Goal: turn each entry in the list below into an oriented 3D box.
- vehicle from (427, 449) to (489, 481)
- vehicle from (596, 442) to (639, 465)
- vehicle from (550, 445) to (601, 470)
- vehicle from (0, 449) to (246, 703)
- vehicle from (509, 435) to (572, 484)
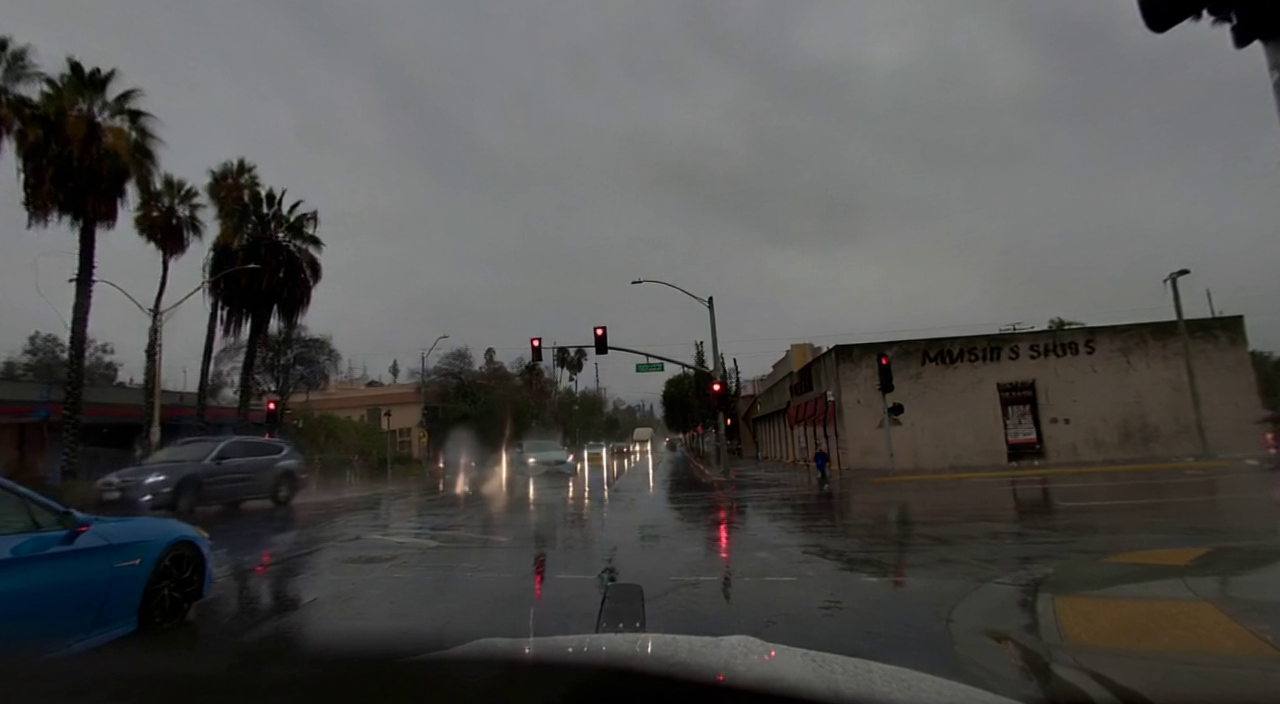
[{"bbox_3d":[-11.386,7.052,39.803,1.870,1.705,4.426,-7,-10,11],"label":"vehicle"},{"bbox_3d":[-1.689,7.778,48.545,2.072,1.613,4.386,-3,-9,15],"label":"vehicle"},{"bbox_3d":[-4.041,6.698,40.393,1.839,1.468,4.549,-2,-9,12],"label":"vehicle"},{"bbox_3d":[-3.704,1.016,2.242,1.850,1.325,4.295,0,-9,0],"label":"vehicle"},{"bbox_3d":[-4.055,4.220,25.117,2.092,1.709,4.775,2,-9,-13],"label":"vehicle"}]
